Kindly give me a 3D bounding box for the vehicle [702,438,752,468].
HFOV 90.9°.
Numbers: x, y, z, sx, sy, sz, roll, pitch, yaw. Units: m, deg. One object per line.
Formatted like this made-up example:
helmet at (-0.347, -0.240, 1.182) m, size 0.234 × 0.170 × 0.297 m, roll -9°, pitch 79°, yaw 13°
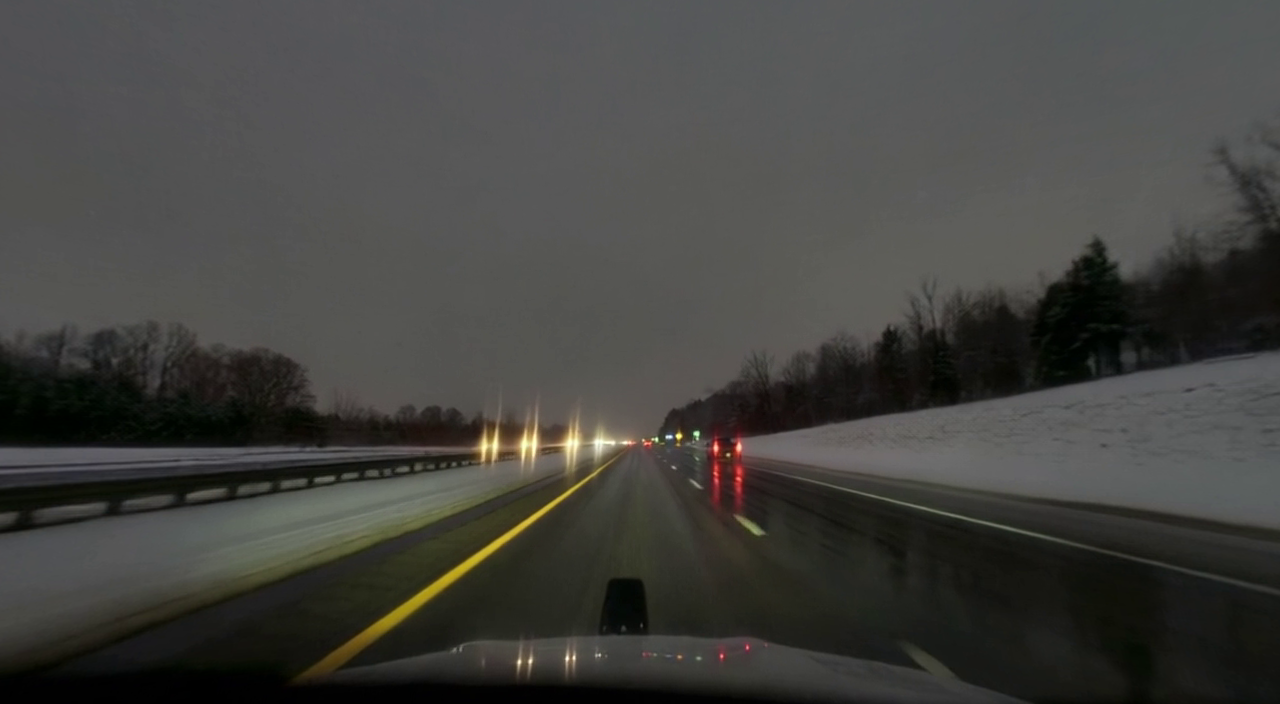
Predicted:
vehicle at (4.616, 5.423, 34.124) m, size 2.012 × 1.476 × 4.256 m, roll 0°, pitch -8°, yaw -1°
